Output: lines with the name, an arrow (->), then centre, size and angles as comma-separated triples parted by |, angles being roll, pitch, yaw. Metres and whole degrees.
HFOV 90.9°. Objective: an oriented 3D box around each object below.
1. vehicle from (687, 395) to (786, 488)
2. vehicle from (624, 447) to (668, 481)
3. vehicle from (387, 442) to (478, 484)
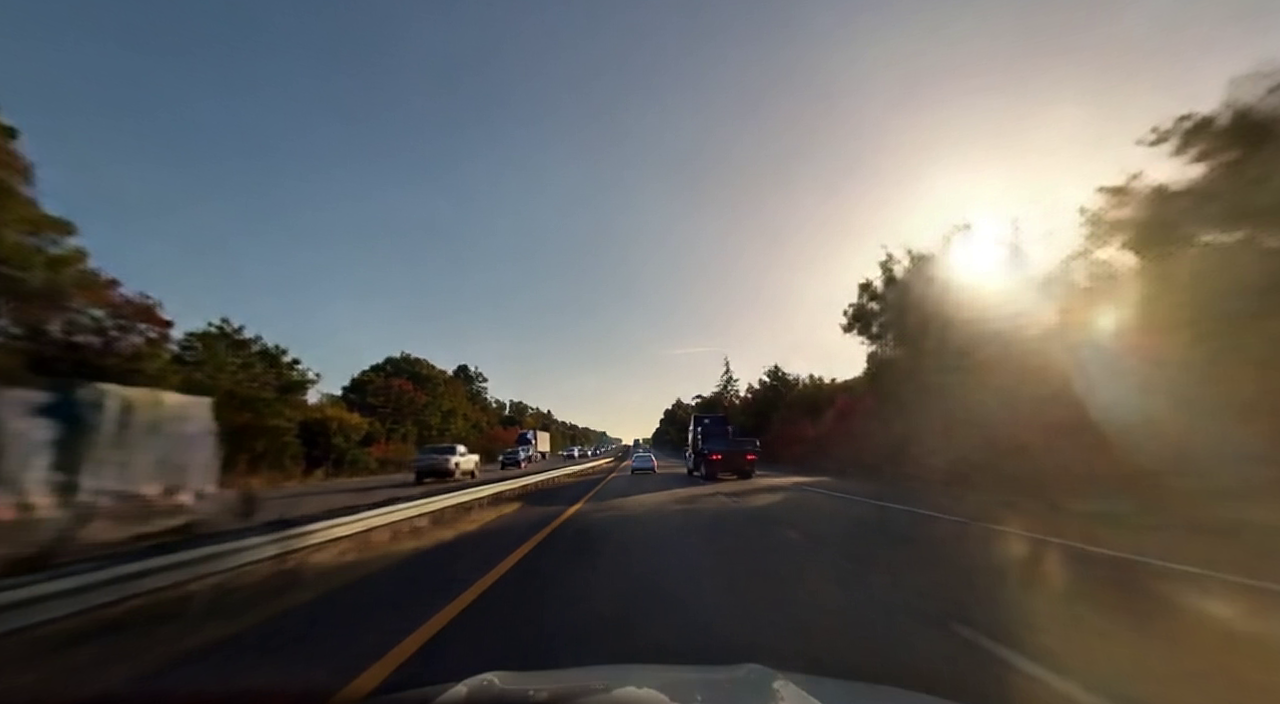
vehicle -> 4.331, 4.532, 31.407 | 2.885, 3.679, 12.102 | 0, -9, 0
vehicle -> 0.277, 5.328, 30.215 | 1.939, 1.495, 3.612 | 0, -9, 0
vehicle -> -8.017, 4.340, 24.857 | 2.039, 1.492, 4.464 | 0, -9, 0
